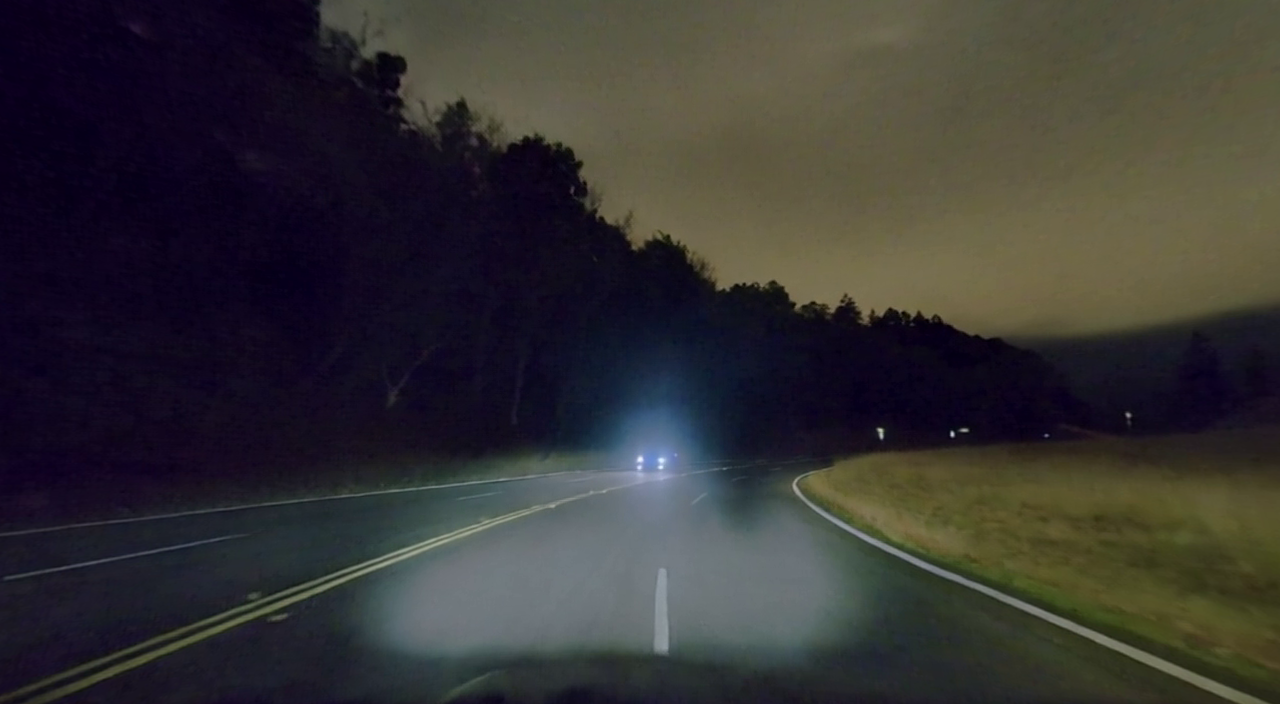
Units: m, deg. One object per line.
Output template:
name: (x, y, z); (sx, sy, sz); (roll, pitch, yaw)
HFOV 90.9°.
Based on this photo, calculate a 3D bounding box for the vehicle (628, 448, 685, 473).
vehicle: (1.136, 6.948, 40.518); (2.111, 1.509, 4.823); (-4, -10, 21)
